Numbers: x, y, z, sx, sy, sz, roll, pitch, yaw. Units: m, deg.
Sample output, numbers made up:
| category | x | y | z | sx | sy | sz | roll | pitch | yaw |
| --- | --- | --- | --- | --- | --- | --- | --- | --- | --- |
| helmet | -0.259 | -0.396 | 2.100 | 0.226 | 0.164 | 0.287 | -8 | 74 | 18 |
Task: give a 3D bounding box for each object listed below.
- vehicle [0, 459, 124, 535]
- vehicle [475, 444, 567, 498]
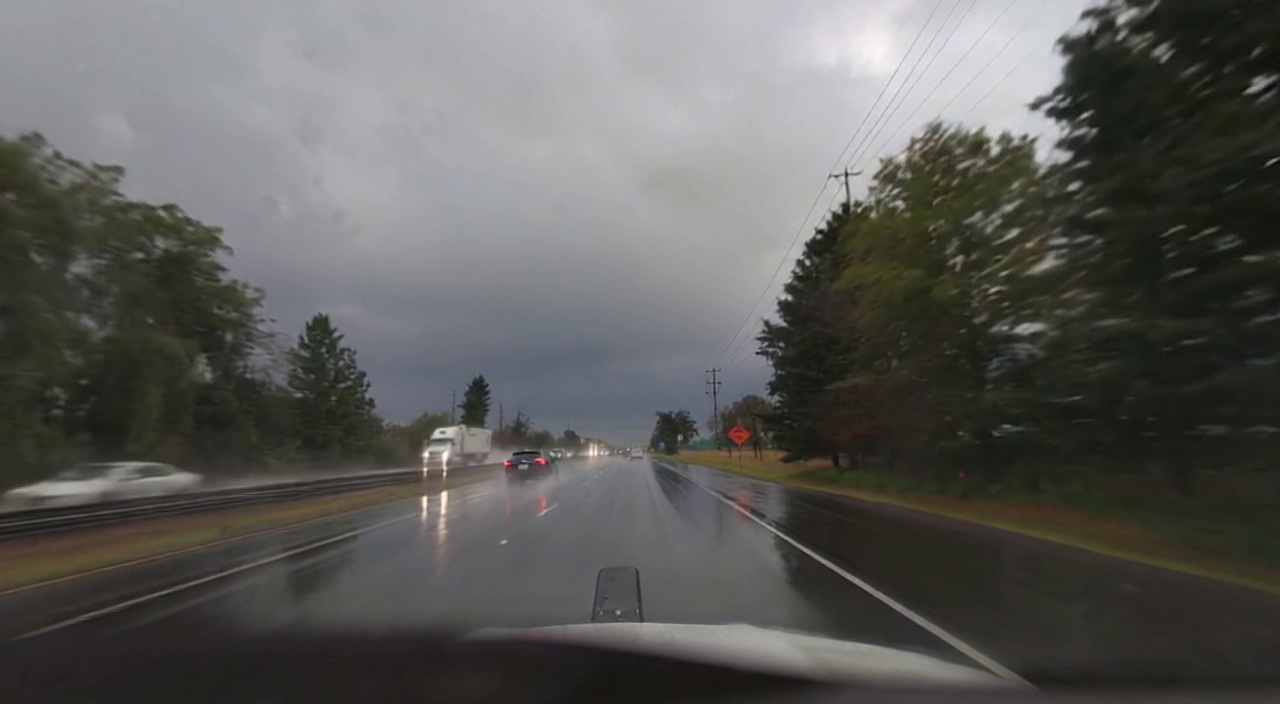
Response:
| category | x | y | z | sx | sy | sz | roll | pitch | yaw |
| --- | --- | --- | --- | --- | --- | --- | --- | --- | --- |
| vehicle | -12.994 | 2.942 | 12.917 | 1.642 | 1.383 | 3.633 | 0 | -9 | -1 |
| vehicle | -3.704 | 3.805 | 20.399 | 2.123 | 1.545 | 4.404 | 0 | -9 | 0 |
